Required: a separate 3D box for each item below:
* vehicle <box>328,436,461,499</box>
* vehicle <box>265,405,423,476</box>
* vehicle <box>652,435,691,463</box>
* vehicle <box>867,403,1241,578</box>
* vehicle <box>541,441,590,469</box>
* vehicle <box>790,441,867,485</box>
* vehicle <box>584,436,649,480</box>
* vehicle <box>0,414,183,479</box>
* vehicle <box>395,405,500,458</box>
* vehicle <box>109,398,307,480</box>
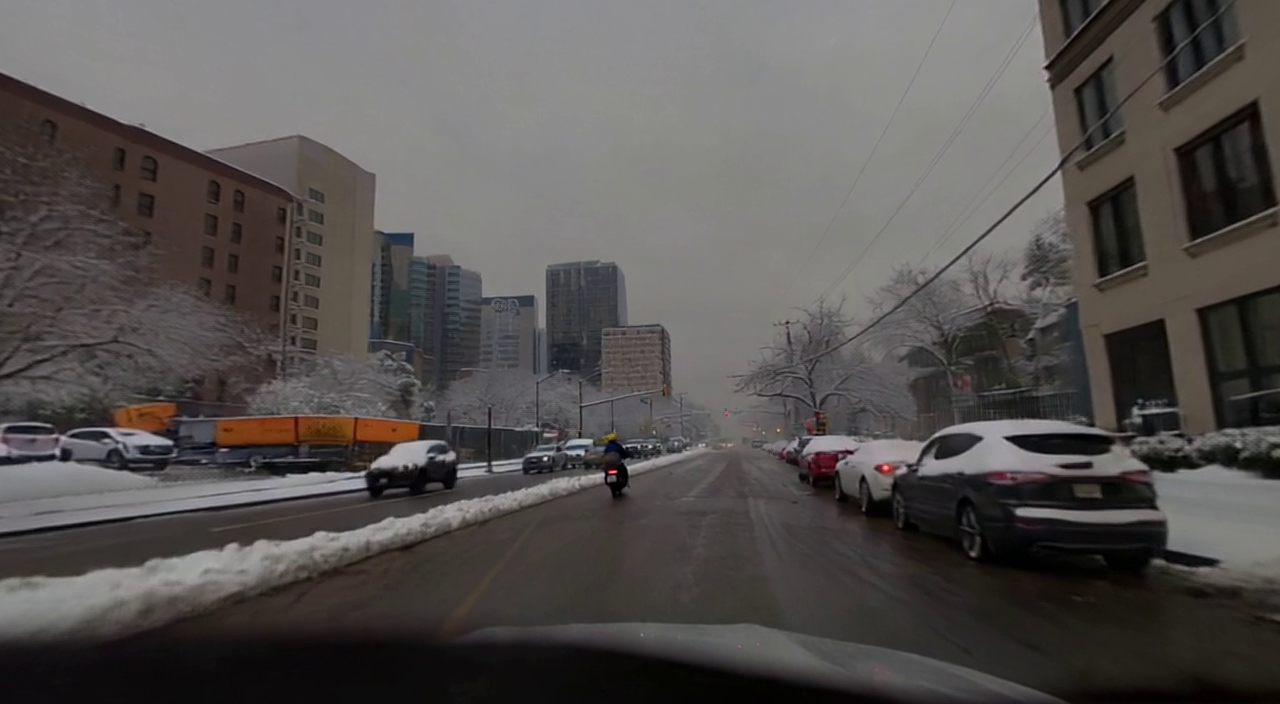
[{"bbox_3d":[-7.675,3.646,20.370,2.053,1.771,4.684,-1,-9,5],"label":"vehicle"},{"bbox_3d":[-14.830,4.630,32.815,2.990,3.144,9.080,-1,-9,6],"label":"vehicle"},{"bbox_3d":[2.374,7.098,46.377,2.295,1.929,5.498,-1,-9,8],"label":"vehicle"},{"bbox_3d":[5.331,1.854,9.421,2.387,1.820,5.286,-1,-9,6],"label":"vehicle"},{"bbox_3d":[-4.490,6.349,38.655,2.105,1.509,4.753,-2,-10,4],"label":"vehicle"},{"bbox_3d":[6.928,4.105,23.739,1.973,1.457,4.522,-1,-9,6],"label":"vehicle"},{"bbox_3d":[-0.857,4.279,25.699,1.925,1.602,4.090,-1,-9,9],"label":"vehicle"},{"bbox_3d":[-27.154,4.732,31.763,2.933,2.907,6.416,-2,-8,9],"label":"vehicle"},{"bbox_3d":[-13.212,5.767,44.666,2.996,3.170,10.153,-4,-9,8],"label":"vehicle"},{"bbox_3d":[-20.701,4.273,31.287,3.283,3.441,8.669,-1,-8,4],"label":"vehicle"}]
